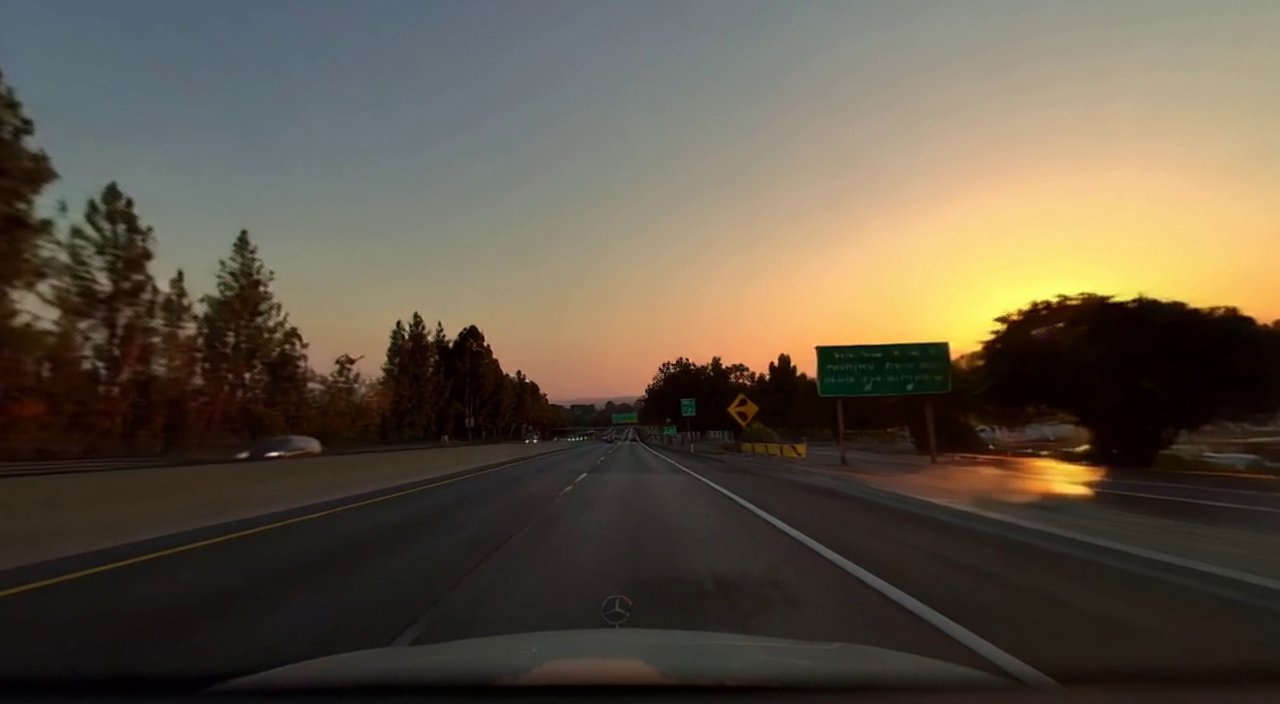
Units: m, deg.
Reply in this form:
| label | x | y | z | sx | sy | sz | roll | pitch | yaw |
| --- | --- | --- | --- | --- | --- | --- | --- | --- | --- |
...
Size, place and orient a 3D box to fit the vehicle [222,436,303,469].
| label | x | y | z | sx | sy | sz | roll | pitch | yaw |
| --- | --- | --- | --- | --- | --- | --- | --- | --- | --- |
| vehicle | -17.563 | 4.684 | 29.538 | 1.617 | 1.424 | 3.539 | 0 | -8 | -1 |
